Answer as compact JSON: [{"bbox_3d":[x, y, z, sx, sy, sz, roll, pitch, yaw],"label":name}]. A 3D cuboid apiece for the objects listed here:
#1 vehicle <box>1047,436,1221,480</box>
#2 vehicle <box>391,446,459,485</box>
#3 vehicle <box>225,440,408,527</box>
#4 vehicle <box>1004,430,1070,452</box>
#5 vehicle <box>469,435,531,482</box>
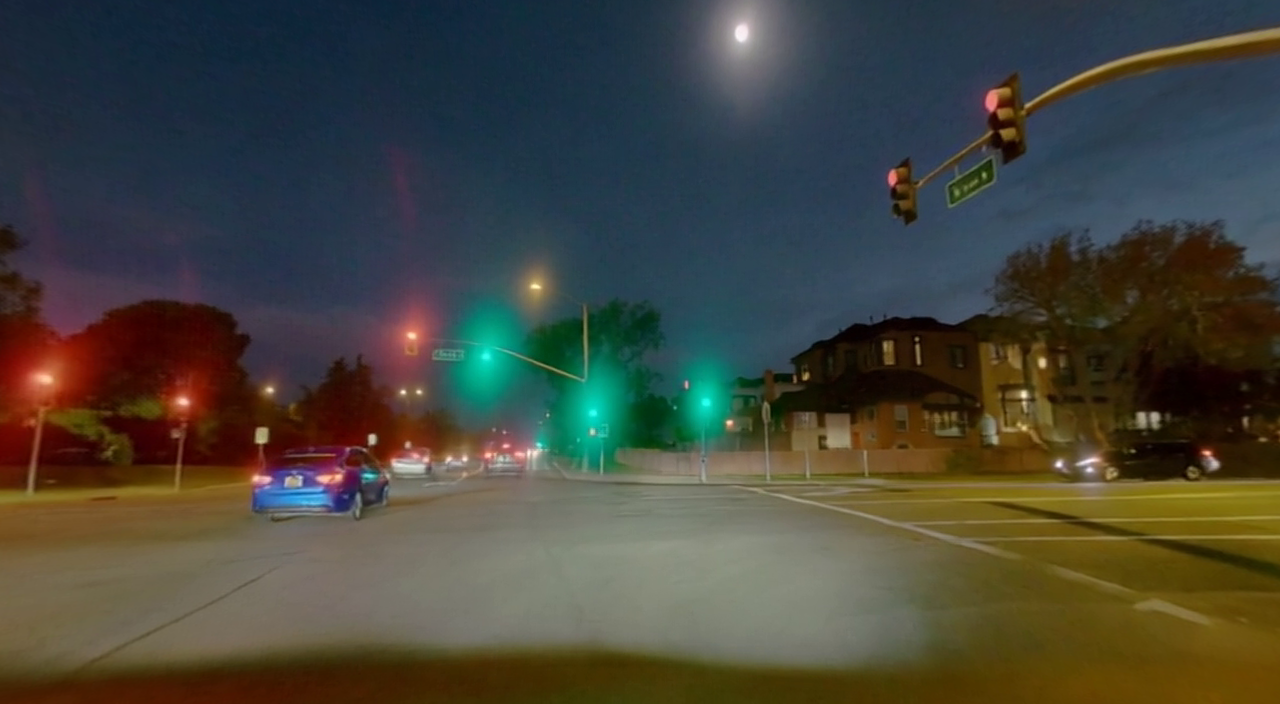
[{"bbox_3d":[17.001,3.679,21.946,4.353,1.431,1.876,-1,-8,4],"label":"vehicle"},{"bbox_3d":[-8.895,4.687,26.492,1.934,1.459,4.368,1,-8,-9],"label":"vehicle"},{"bbox_3d":[-6.541,2.646,13.476,1.977,1.488,4.741,1,-8,-8],"label":"vehicle"},{"bbox_3d":[27.634,6.227,44.175,1.905,1.483,4.322,-1,-8,2],"label":"vehicle"},{"bbox_3d":[-6.031,4.616,27.735,2.396,1.881,4.606,1,-9,-10],"label":"vehicle"}]
